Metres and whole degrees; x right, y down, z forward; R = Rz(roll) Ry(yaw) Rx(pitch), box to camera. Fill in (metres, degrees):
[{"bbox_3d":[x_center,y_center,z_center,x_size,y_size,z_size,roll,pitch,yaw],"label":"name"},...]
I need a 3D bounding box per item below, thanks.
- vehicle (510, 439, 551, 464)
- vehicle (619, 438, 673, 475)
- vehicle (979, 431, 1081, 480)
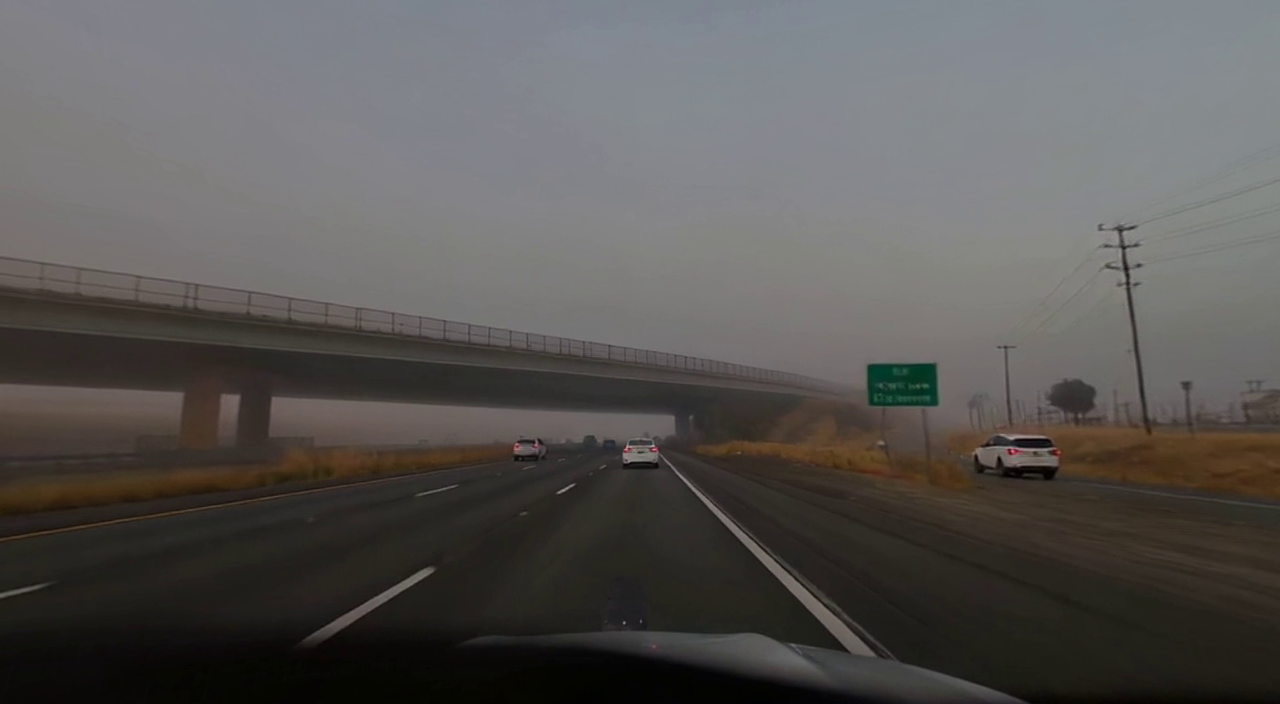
[{"bbox_3d":[-7.677,7.024,44.703,2.067,1.682,4.388,0,-9,1],"label":"vehicle"},{"bbox_3d":[0.237,4.507,27.430,2.145,1.493,4.146,0,-8,0],"label":"vehicle"},{"bbox_3d":[15.927,4.229,26.087,2.095,1.674,4.530,2,-8,11],"label":"vehicle"}]
